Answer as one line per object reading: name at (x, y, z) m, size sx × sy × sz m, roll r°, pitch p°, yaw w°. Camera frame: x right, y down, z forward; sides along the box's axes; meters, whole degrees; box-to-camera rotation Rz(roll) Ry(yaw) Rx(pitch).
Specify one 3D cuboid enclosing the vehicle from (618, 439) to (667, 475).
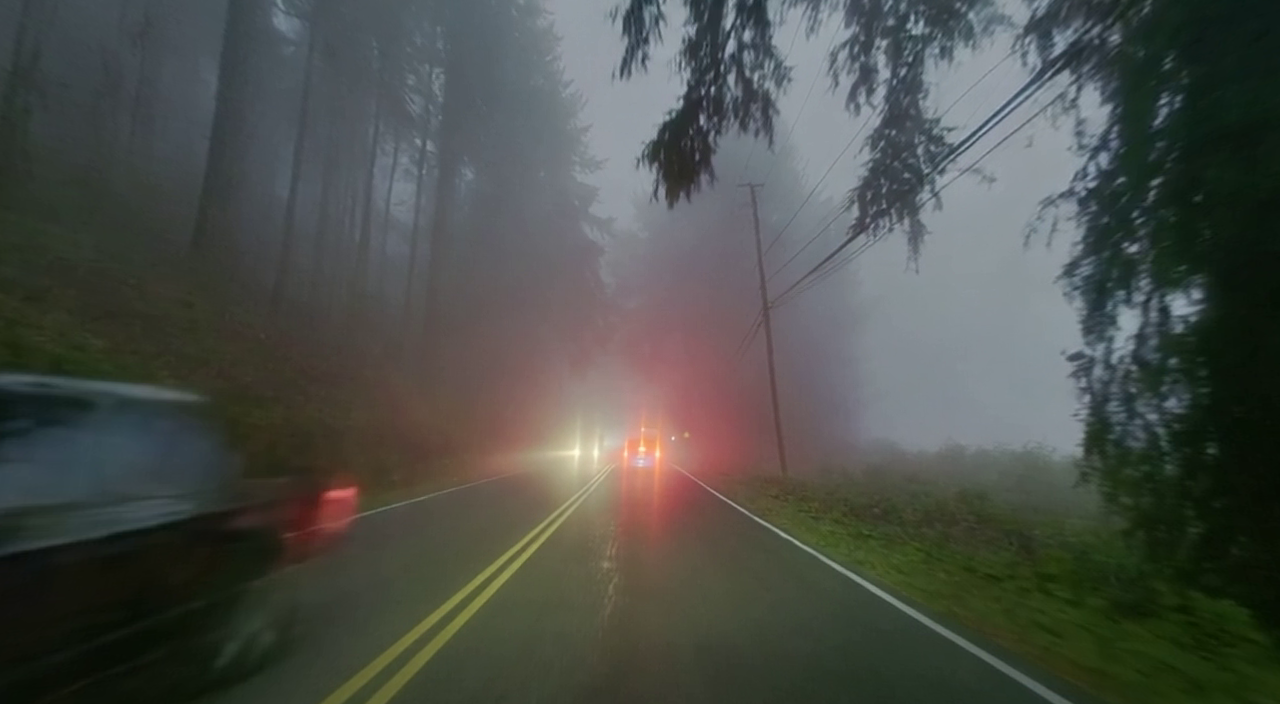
vehicle at (0.039, 4.748, 28.793) m, size 2.081 × 1.503 × 3.726 m, roll 0°, pitch -8°, yaw -2°
